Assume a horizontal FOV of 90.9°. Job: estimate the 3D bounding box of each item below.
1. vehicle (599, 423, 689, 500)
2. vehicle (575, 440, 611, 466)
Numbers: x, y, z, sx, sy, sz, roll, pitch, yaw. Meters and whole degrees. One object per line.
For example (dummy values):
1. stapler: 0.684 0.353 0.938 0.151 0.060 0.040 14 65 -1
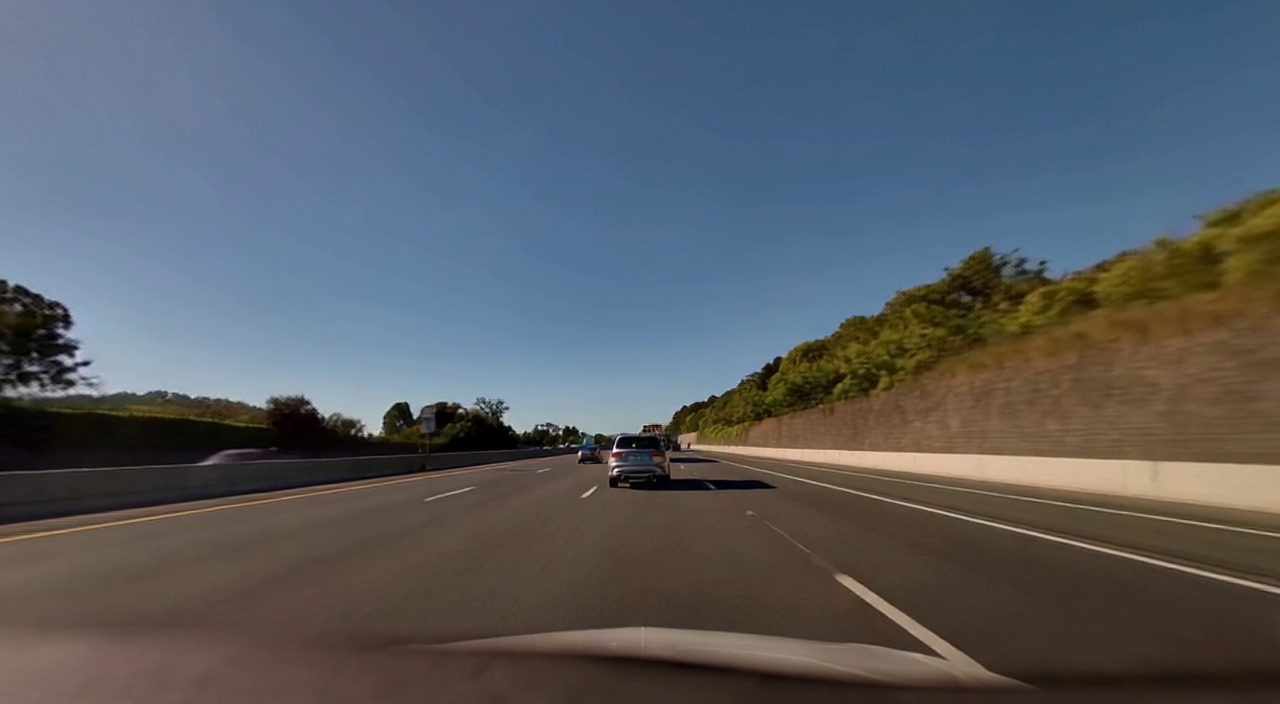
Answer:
1. vehicle: 0.107 2.895 17.041 2.114 1.787 4.365 0 -8 0
2. vehicle: -2.913 6.371 40.017 1.927 1.555 3.959 0 -8 1
